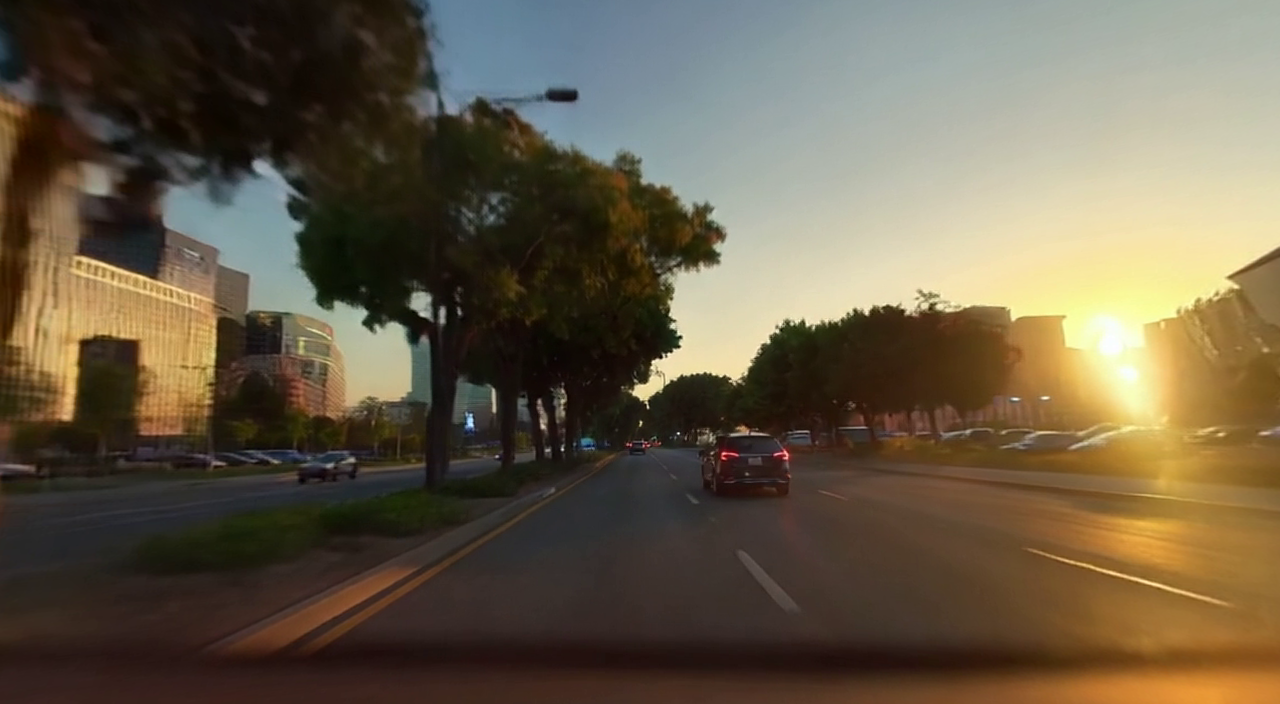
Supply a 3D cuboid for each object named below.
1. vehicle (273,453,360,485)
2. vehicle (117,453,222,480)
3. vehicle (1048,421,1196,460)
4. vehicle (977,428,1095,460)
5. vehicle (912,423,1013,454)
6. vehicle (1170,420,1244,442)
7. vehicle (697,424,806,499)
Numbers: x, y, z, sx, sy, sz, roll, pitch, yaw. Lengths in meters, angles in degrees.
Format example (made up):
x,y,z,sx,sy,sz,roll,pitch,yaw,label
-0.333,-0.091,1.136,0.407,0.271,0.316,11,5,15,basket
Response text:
x,y,z,sx,sy,sz,roll,pitch,yaw,label
-16.394,5.935,32.315,1.955,1.428,4.606,0,-8,0,vehicle
-29.851,7.272,40.213,4.941,1.444,2.122,-2,-8,-3,vehicle
19.862,3.682,26.204,4.518,1.501,1.902,0,-8,0,vehicle
19.143,4.451,30.676,4.418,1.461,2.002,0,-8,-2,vehicle
19.679,5.333,38.746,4.975,1.786,2.223,-1,-8,4,vehicle
40.155,5.665,44.856,1.716,1.456,3.683,0,-8,-1,vehicle
2.714,2.800,16.464,1.963,1.677,4.229,0,-8,-1,vehicle
